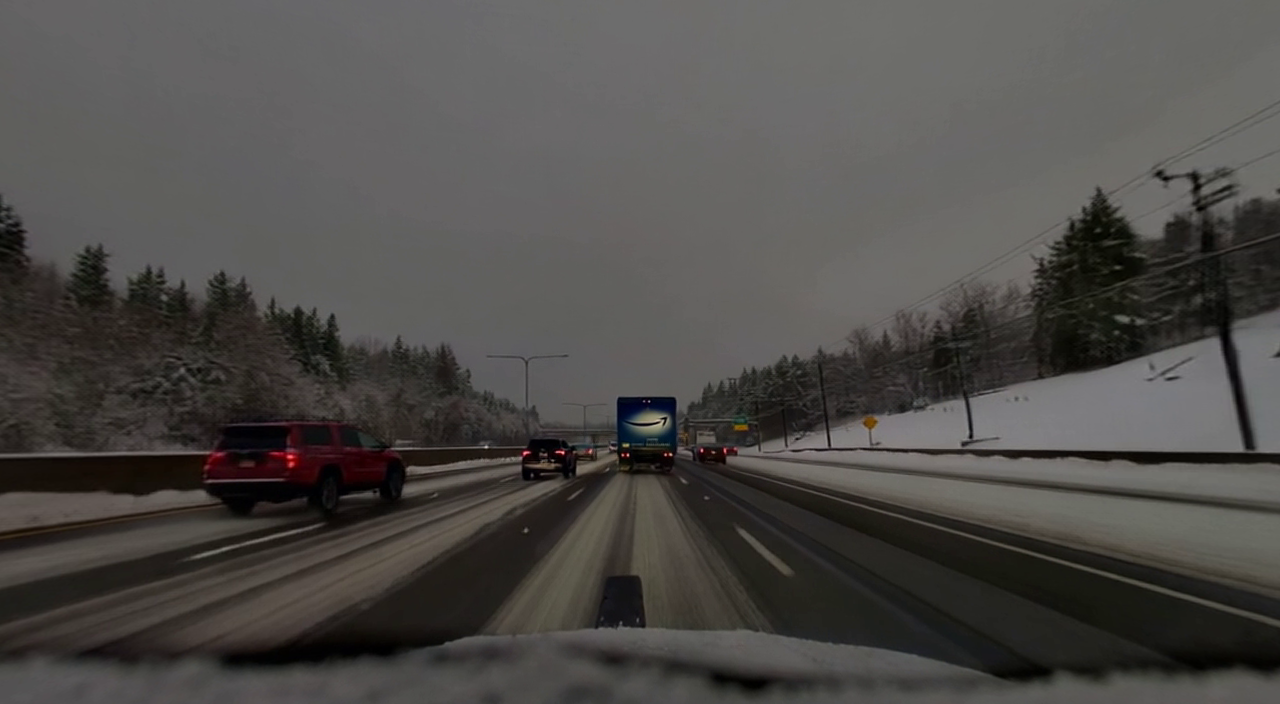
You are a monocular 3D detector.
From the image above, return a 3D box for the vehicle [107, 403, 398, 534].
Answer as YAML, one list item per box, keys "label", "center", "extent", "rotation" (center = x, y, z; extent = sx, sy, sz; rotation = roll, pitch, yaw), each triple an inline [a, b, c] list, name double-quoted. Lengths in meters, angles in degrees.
- label: "vehicle"
  center: [-6.577, 2.054, 11.672]
  extent: [2.101, 1.858, 5.071]
  rotation: [0, -9, 1]

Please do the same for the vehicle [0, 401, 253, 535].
- label: "vehicle"
  center: [-10.217, 2.012, 11.430]
  extent: [2.454, 1.857, 6.221]
  rotation: [0, -9, 0]

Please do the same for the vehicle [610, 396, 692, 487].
- label: "vehicle"
  center: [0.314, 3.156, 22.095]
  extent: [2.456, 2.705, 6.251]
  rotation: [0, -9, 0]

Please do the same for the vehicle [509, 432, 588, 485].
- label: "vehicle"
  center: [-3.104, 3.717, 22.240]
  extent: [2.095, 1.688, 4.188]
  rotation: [0, -9, 1]

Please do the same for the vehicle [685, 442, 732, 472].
- label: "vehicle"
  center: [3.628, 5.664, 34.185]
  extent: [1.970, 1.499, 4.491]
  rotation: [1, -9, -1]
